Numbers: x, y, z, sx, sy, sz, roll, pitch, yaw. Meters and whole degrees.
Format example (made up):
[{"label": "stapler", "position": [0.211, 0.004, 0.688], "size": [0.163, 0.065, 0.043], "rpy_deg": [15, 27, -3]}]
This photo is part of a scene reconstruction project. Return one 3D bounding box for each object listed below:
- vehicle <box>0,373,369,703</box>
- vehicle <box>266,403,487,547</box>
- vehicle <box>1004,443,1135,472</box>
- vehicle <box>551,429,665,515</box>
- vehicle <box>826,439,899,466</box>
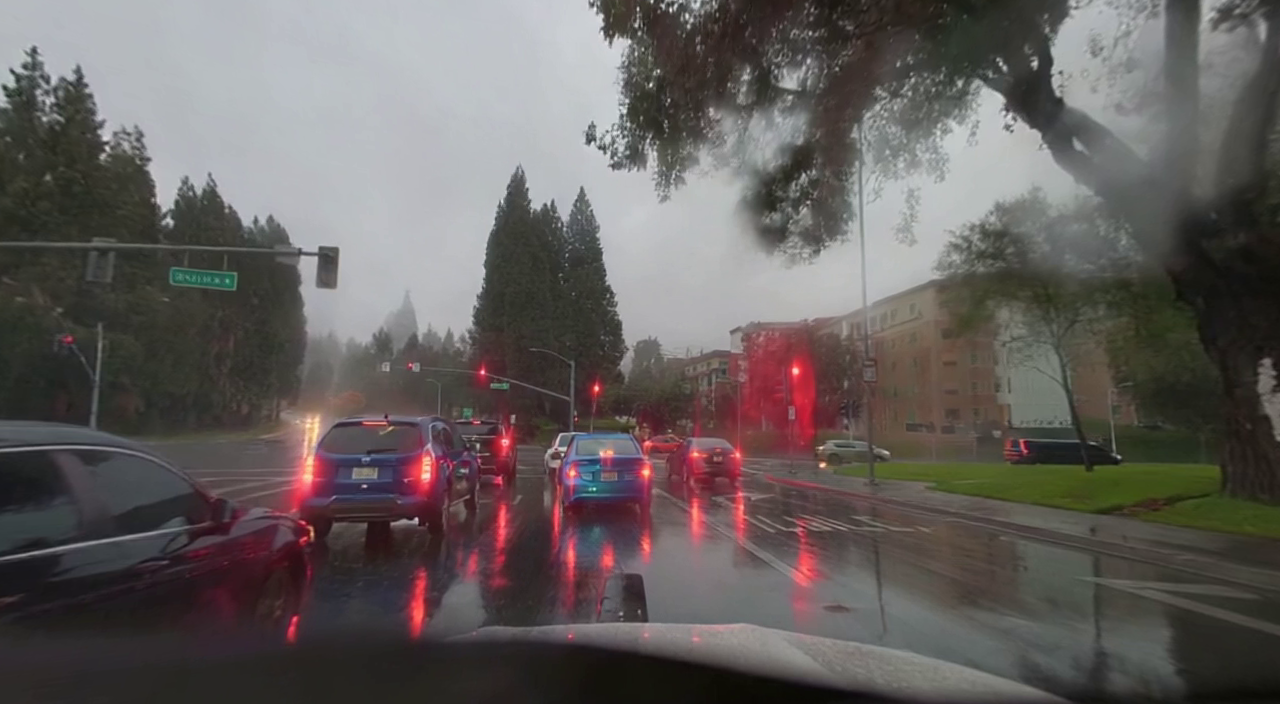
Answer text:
[{"label": "vehicle", "position": [-3.186, 0.946, 2.800], "size": [2.105, 1.510, 4.643], "rpy_deg": [0, -8, -3]}, {"label": "vehicle", "position": [-3.752, 1.830, 9.992], "size": [1.924, 1.737, 4.387], "rpy_deg": [1, -9, -5]}, {"label": "vehicle", "position": [31.778, 7.817, 46.964], "size": [7.585, 1.987, 3.158], "rpy_deg": [0, -8, -3]}, {"label": "vehicle", "position": [-0.808, 2.433, 13.364], "size": [2.001, 1.483, 4.442], "rpy_deg": [1, -9, -6]}, {"label": "vehicle", "position": [15.709, 7.118, 44.747], "size": [4.394, 1.802, 1.924], "rpy_deg": [1, -9, -8]}]
